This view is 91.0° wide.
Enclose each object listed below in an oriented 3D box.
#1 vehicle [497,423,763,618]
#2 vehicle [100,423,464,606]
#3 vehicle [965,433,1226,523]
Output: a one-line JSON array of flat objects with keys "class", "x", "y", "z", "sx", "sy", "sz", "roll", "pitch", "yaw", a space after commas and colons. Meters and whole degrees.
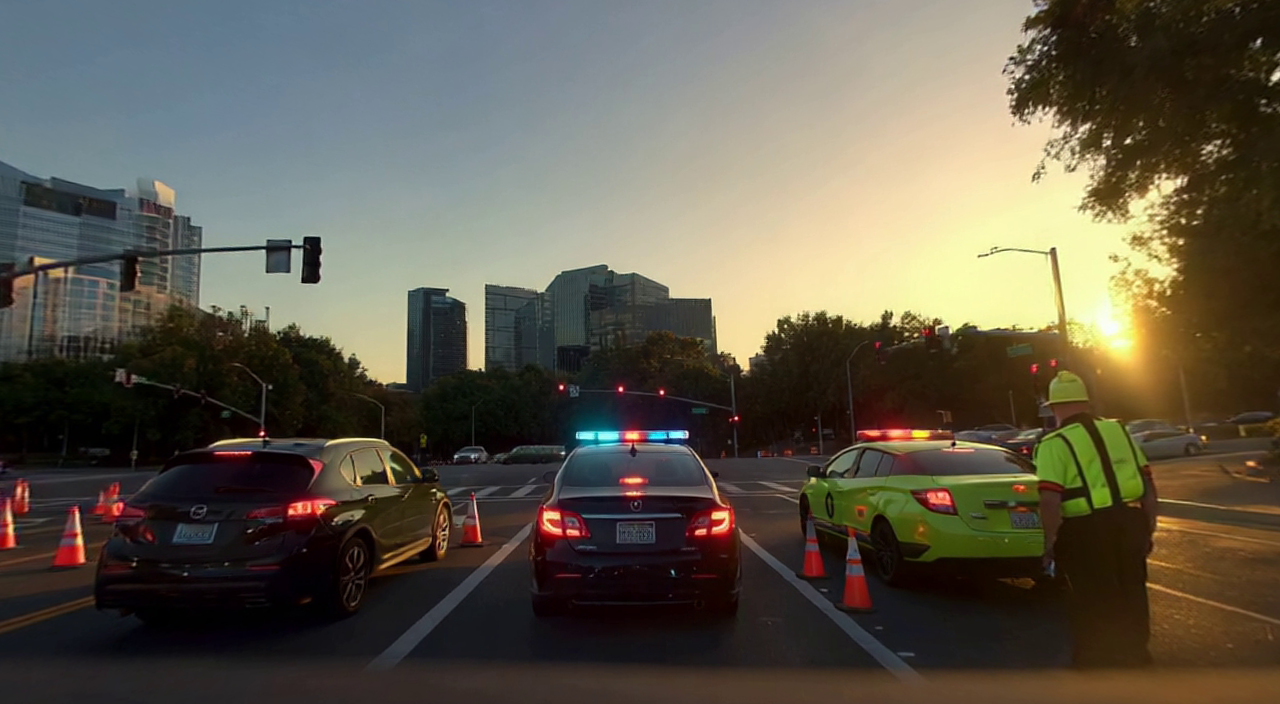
[{"class": "vehicle", "x": -0.124, "y": 1.631, "z": 7.113, "sx": 2.061, "sy": 1.486, "sz": 4.332, "roll": 0, "pitch": -8, "yaw": -1}, {"class": "vehicle", "x": -3.608, "y": 1.681, "z": 7.397, "sx": 1.863, "sy": 1.526, "sz": 4.006, "roll": 0, "pitch": -9, "yaw": 1}, {"class": "vehicle", "x": 9.356, "y": 2.588, "z": 13.595, "sx": 1.957, "sy": 1.576, "sz": 4.670, "roll": 0, "pitch": -9, "yaw": -3}]
